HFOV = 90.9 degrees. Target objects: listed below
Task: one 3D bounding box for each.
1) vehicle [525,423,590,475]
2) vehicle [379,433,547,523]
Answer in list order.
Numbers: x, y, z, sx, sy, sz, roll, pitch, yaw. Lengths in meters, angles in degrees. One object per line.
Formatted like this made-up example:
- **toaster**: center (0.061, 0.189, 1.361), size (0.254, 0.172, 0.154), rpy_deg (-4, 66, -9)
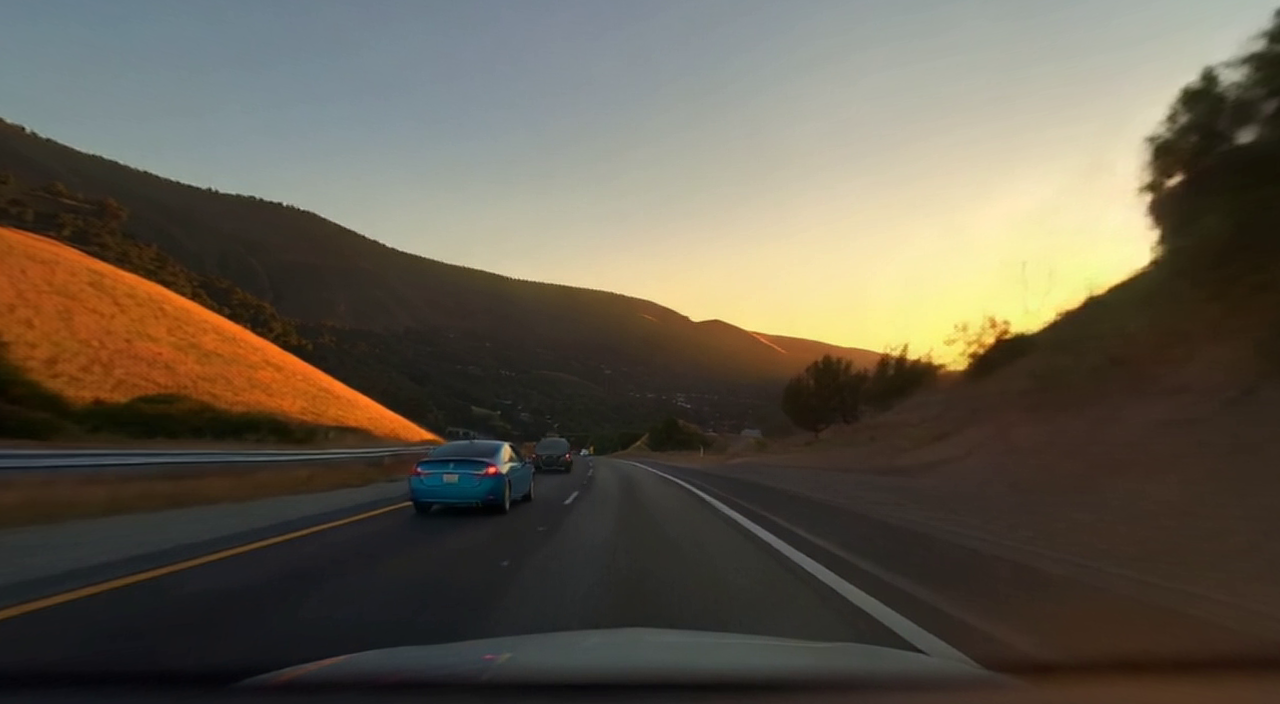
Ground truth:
- **vehicle**: center (-3.790, 4.594, 30.039), size (2.444, 2.204, 5.568), rpy_deg (1, -8, -1)
- **vehicle**: center (-3.409, 2.527, 13.241), size (2.097, 1.511, 4.585), rpy_deg (0, -8, 1)
